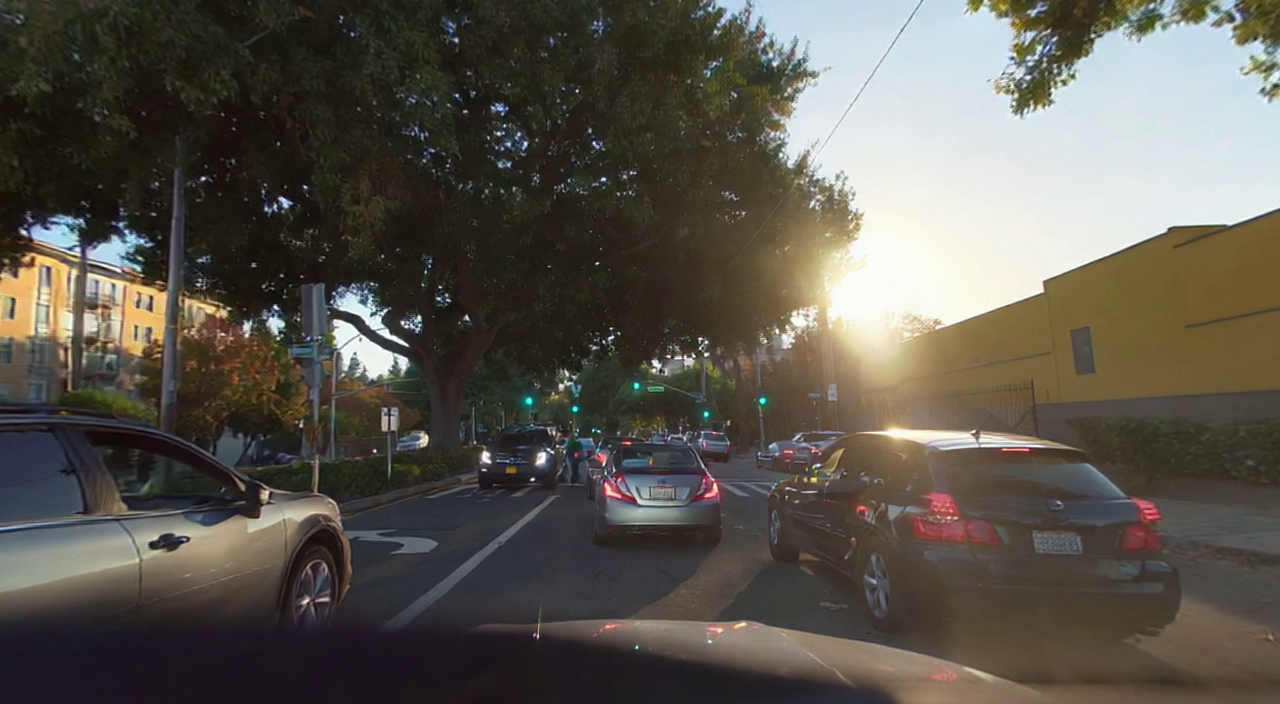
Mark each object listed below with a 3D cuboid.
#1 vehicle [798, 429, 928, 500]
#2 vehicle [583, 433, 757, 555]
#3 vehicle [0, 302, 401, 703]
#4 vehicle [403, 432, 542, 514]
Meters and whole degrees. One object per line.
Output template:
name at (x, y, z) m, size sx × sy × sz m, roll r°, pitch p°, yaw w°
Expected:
vehicle at (6.340, 3.256, 18.673) m, size 2.025 × 1.808 × 4.579 m, roll 0°, pitch -9°, yaw -2°
vehicle at (0.272, 1.995, 9.576) m, size 2.095 × 1.438 × 3.843 m, roll 0°, pitch -8°, yaw -3°
vehicle at (-3.266, 0.928, 3.391) m, size 2.152 × 1.802 × 4.628 m, roll 0°, pitch -9°, yaw 0°
vehicle at (-3.512, 2.623, 14.245) m, size 1.901 × 1.522 × 4.556 m, roll 0°, pitch -9°, yaw 0°
